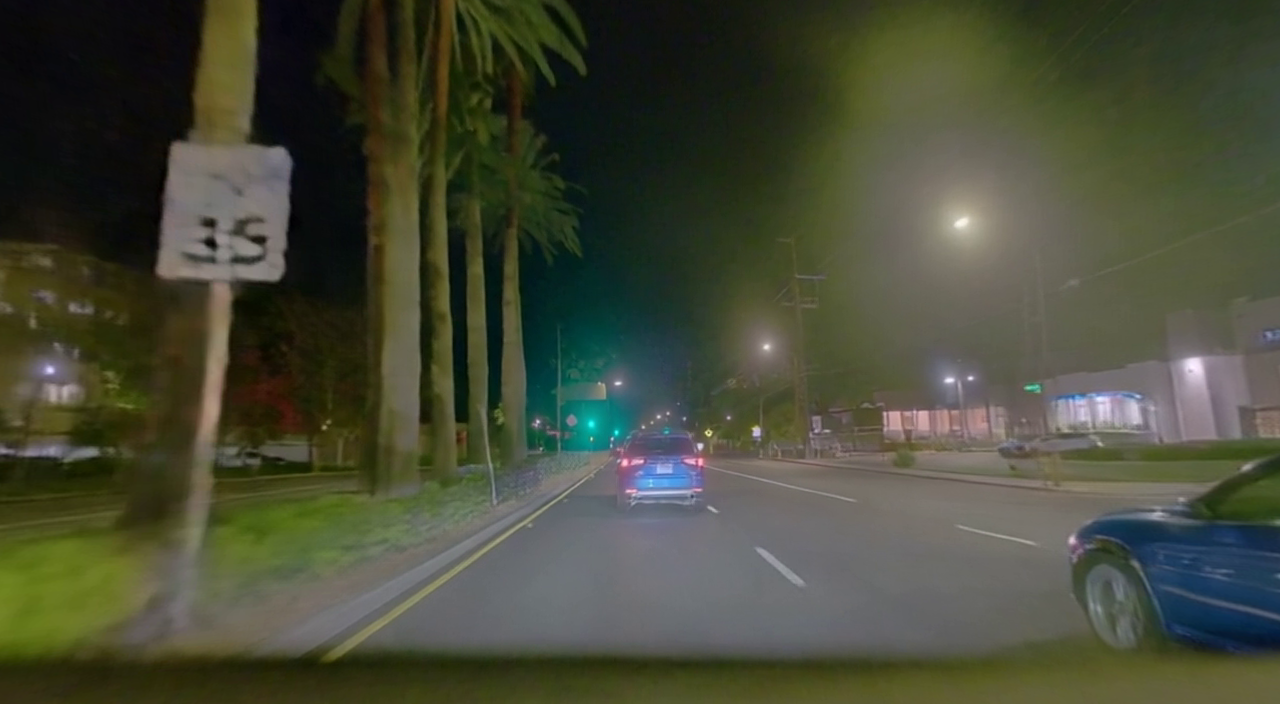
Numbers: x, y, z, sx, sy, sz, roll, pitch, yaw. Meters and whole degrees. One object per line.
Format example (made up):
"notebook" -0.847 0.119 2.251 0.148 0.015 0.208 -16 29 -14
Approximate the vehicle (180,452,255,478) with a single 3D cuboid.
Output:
"vehicle" -29.387 7.822 44.071 2.288 1.552 4.195 -1 -8 1

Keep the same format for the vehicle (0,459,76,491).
"vehicle" -31.367 6.206 32.122 1.765 1.417 3.827 0 -8 0

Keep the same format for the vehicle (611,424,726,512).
"vehicle" 0.463 2.587 14.559 2.239 1.693 4.301 0 -8 -3

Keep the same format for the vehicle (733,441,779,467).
"vehicle" 6.979 6.152 38.426 1.930 1.457 4.267 0 -8 -2

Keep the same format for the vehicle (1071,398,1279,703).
"vehicle" 3.756 0.790 1.723 1.941 1.472 4.570 0 -8 0

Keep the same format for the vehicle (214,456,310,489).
"vehicle" -19.441 6.188 32.776 1.848 1.460 4.641 -1 -8 4
